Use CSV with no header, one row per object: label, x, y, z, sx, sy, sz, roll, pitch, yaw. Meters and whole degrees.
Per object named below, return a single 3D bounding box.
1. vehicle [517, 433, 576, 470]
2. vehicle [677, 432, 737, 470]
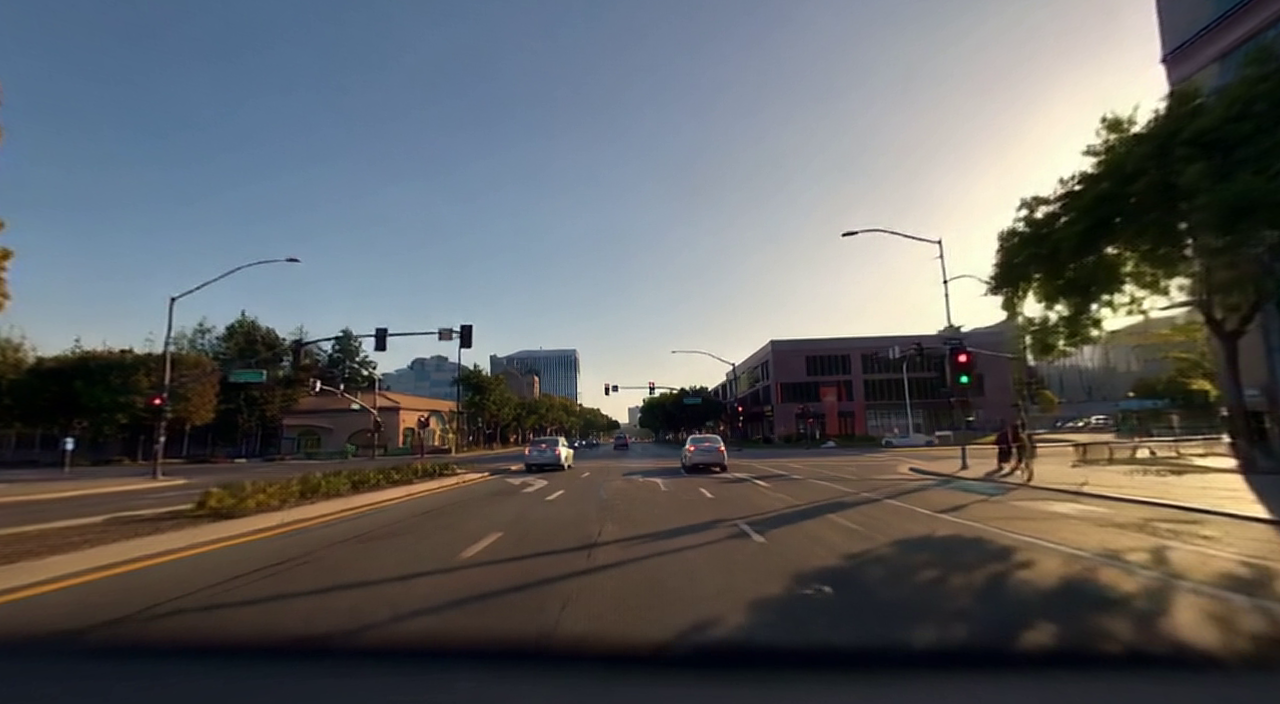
vehicle,-4.113,4.475,28.546,1.973,1.526,4.533,0,-9,0
vehicle,2.860,4.389,28.151,2.130,1.524,4.722,0,-9,-1
